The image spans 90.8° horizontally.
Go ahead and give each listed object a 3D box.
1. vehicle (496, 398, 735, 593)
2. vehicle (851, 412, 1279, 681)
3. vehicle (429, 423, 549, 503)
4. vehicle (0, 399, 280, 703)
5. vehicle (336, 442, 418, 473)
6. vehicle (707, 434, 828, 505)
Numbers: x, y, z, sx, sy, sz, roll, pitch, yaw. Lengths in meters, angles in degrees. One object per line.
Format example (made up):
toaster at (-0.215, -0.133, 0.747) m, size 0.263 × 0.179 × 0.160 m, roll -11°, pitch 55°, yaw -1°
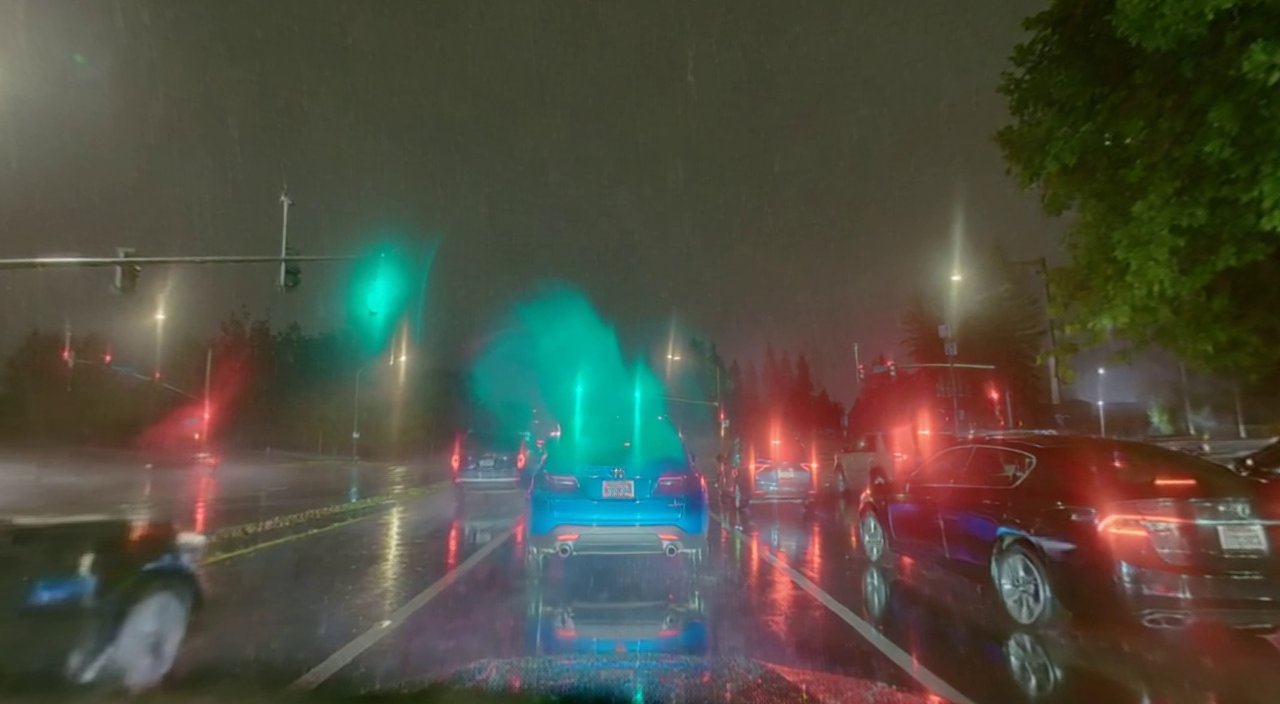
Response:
vehicle at (-0.271, 1.554, 7.613) m, size 2.101 × 1.707 × 3.904 m, roll 0°, pitch -8°, yaw -2°
vehicle at (3.621, 1.393, 5.699) m, size 1.861 × 1.478 × 4.185 m, roll 0°, pitch -8°, yaw -2°
vehicle at (-3.807, 2.904, 16.950) m, size 2.186 × 1.794 × 4.972 m, roll 0°, pitch -8°, yaw -3°
vehicle at (-3.160, 0.836, 1.578) m, size 2.077 × 1.493 × 4.281 m, roll 0°, pitch -9°, yaw -2°
vehicle at (-16.601, 6.651, 39.894) m, size 4.446 × 1.821 × 2.276 m, roll -4°, pitch -9°, yaw 23°
vehicle at (2.976, 2.853, 15.766) m, size 1.950 × 1.506 × 4.086 m, roll 0°, pitch -8°, yaw -3°
